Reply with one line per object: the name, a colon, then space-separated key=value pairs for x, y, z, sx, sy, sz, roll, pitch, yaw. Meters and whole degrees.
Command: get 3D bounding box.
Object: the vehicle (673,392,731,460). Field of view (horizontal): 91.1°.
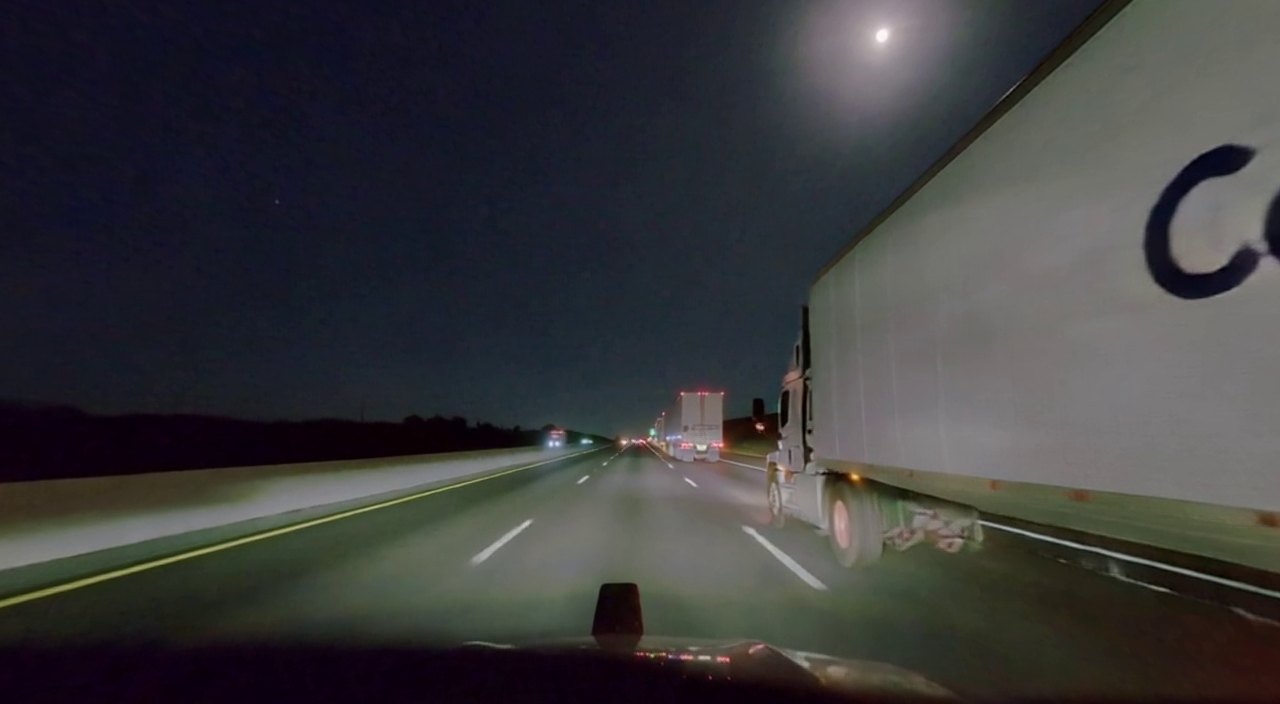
vehicle: x=3.844 y=4.986 z=41.402 sx=2.840 sy=3.947 sz=8.920 roll=0 pitch=-8 yaw=0
